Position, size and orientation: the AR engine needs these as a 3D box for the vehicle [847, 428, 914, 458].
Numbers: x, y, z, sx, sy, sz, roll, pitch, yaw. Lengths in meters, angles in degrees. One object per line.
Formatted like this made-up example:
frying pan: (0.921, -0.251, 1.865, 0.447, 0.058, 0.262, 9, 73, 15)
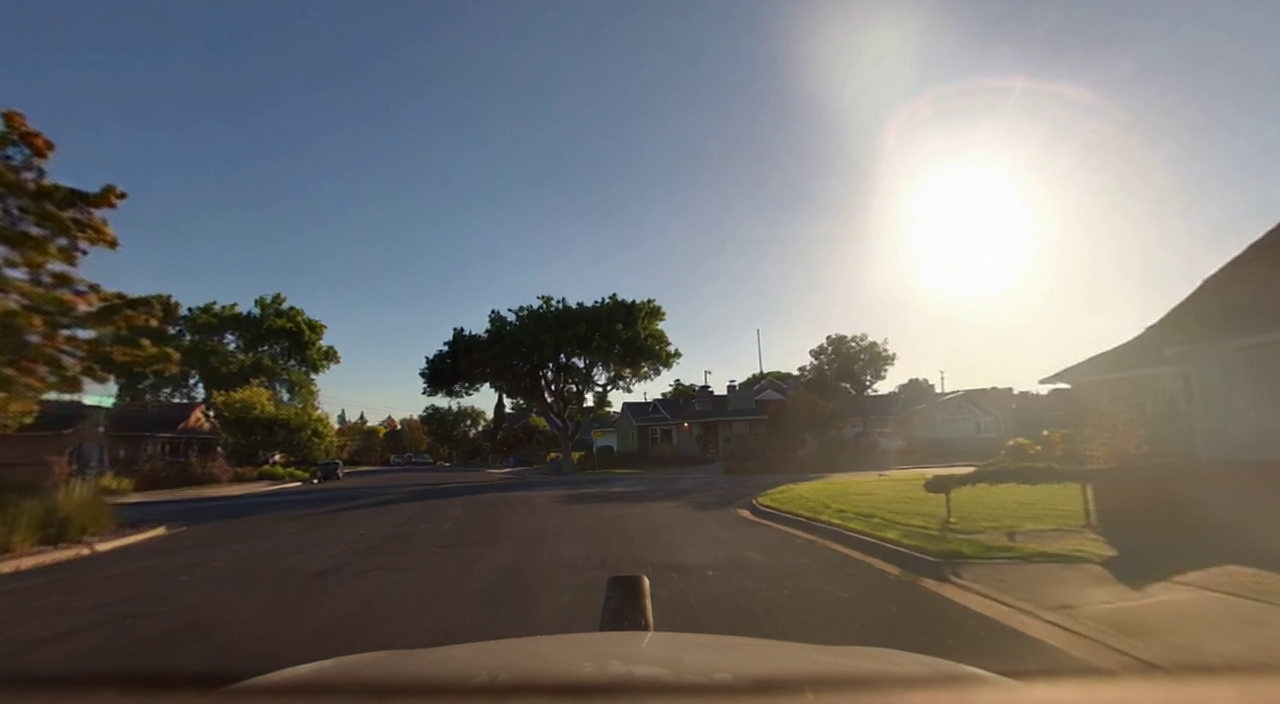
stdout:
vehicle: (15.360, 5.879, 40.644, 1.992, 1.813, 5.079, 0, -9, -4)
